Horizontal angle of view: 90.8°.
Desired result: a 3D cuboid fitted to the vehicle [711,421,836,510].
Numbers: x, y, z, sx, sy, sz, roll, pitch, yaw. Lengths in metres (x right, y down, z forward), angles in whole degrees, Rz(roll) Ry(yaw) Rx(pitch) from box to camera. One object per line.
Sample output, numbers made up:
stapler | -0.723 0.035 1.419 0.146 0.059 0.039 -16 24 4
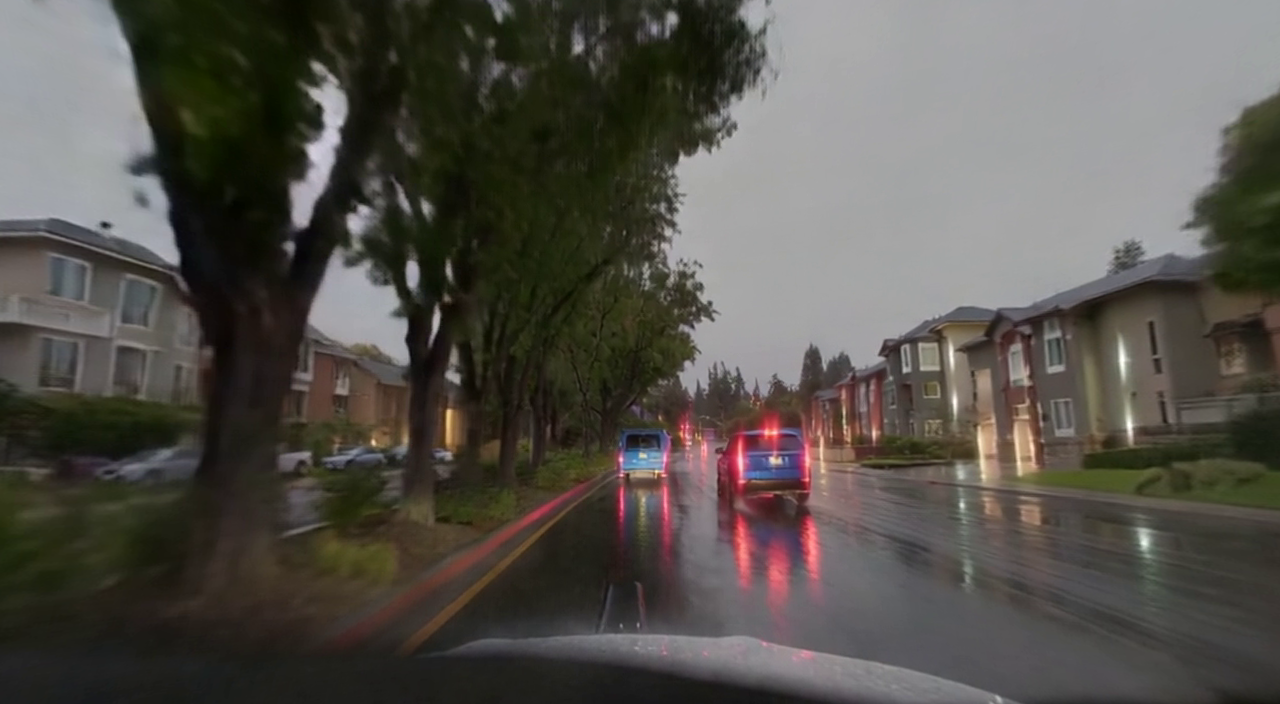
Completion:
vehicle | 3.012 2.687 15.300 2.033 1.823 4.409 0 -9 0

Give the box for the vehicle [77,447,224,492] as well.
vehicle | -18.722 4.532 24.550 1.954 1.570 4.828 0 -10 -2

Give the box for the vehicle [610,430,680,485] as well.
vehicle | 0.233 3.963 23.974 2.345 1.841 5.032 0 -9 1

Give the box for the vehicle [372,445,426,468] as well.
vehicle | -17.919 7.808 47.230 2.010 1.609 4.549 -1 -10 4

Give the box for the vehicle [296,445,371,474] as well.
vehicle | -18.433 6.525 38.276 1.961 1.556 4.791 -2 -10 3

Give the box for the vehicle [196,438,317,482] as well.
vehicle | -18.484 5.270 30.875 2.195 1.894 5.489 -2 -10 3
